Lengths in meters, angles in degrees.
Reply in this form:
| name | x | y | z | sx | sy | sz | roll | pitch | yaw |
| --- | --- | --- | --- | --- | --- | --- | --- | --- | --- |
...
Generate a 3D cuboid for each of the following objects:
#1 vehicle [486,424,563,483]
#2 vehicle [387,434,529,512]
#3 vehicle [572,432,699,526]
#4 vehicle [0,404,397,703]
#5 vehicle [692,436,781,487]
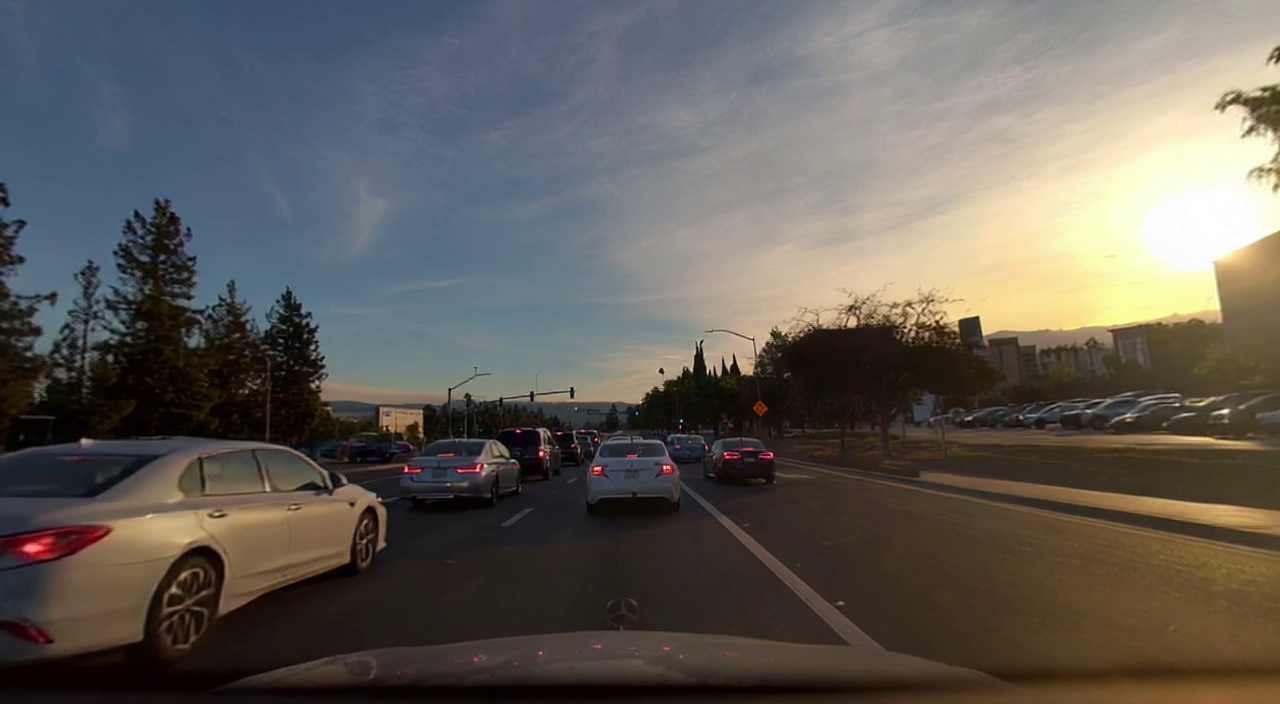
| name | x | y | z | sx | sy | sz | roll | pitch | yaw |
| --- | --- | --- | --- | --- | --- | --- | --- | --- | --- |
| vehicle | -3.985 | 3.605 | 22.660 | 2.054 | 1.881 | 4.469 | 0 | -8 | -2 |
| vehicle | -3.862 | 2.639 | 14.264 | 1.985 | 1.467 | 4.224 | 0 | -8 | 0 |
| vehicle | -0.122 | 2.307 | 12.073 | 2.007 | 1.467 | 4.059 | 0 | -8 | -2 |
| vehicle | -3.719 | 1.273 | 4.749 | 2.052 | 1.475 | 4.341 | 0 | -8 | 0 |
| vehicle | 2.959 | 3.483 | 20.398 | 1.978 | 1.452 | 4.381 | 0 | -8 | -3 |
